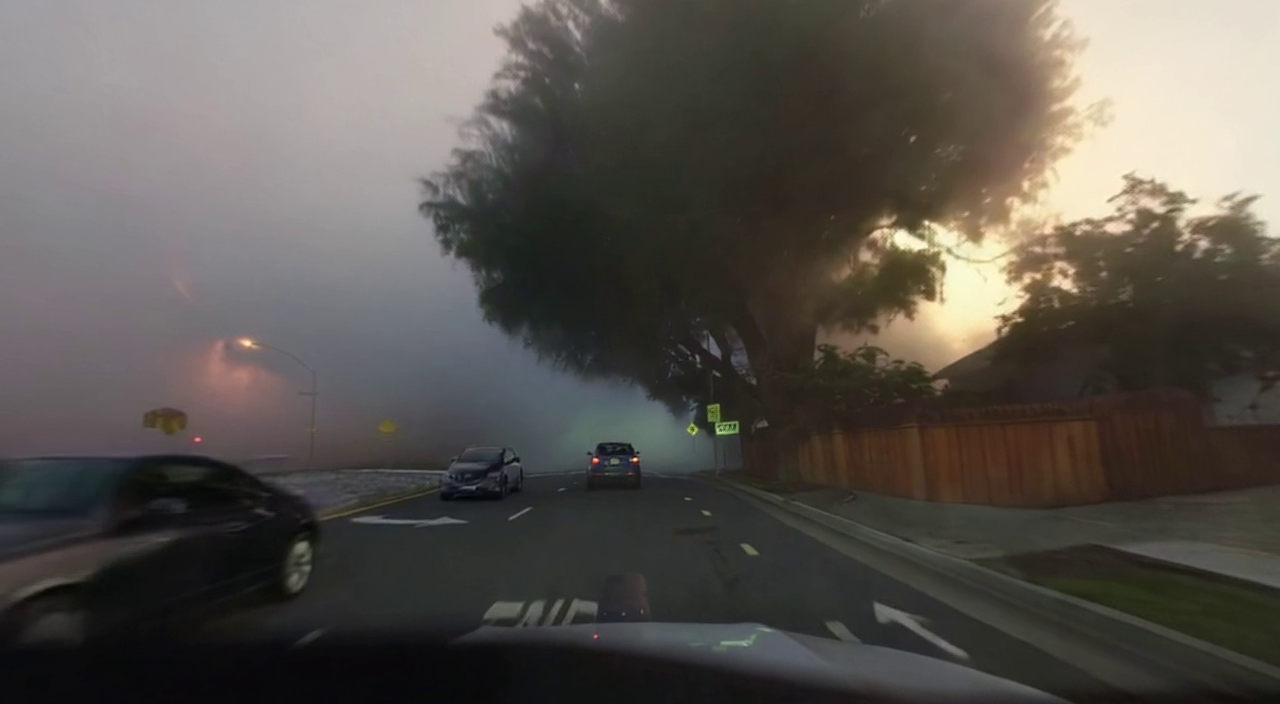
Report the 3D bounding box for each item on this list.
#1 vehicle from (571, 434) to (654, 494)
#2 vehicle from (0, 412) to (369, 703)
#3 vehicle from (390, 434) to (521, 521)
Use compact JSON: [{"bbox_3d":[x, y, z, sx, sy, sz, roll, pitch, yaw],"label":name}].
[{"bbox_3d":[-0.999,3.464,19.762,2.290,1.653,4.127,1,-8,-7],"label":"vehicle"},{"bbox_3d":[-3.966,1.191,4.087,2.067,1.546,4.988,2,-7,1],"label":"vehicle"},{"bbox_3d":[-3.722,2.565,13.389,1.986,1.561,3.805,1,-8,-6],"label":"vehicle"}]
